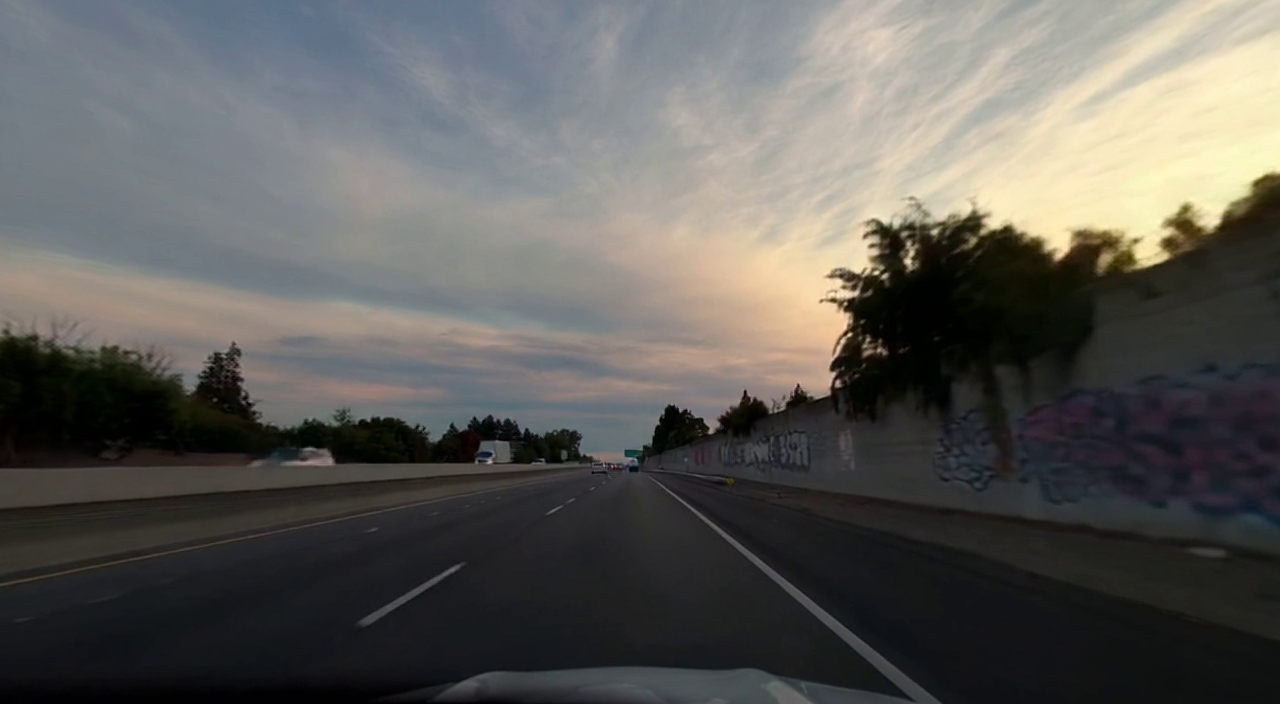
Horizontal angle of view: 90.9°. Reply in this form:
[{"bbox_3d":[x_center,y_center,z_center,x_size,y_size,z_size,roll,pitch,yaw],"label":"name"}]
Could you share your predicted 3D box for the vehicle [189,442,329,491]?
[{"bbox_3d":[-13.212,4.045,22.262,2.015,1.496,4.666,1,-10,0],"label":"vehicle"}]
